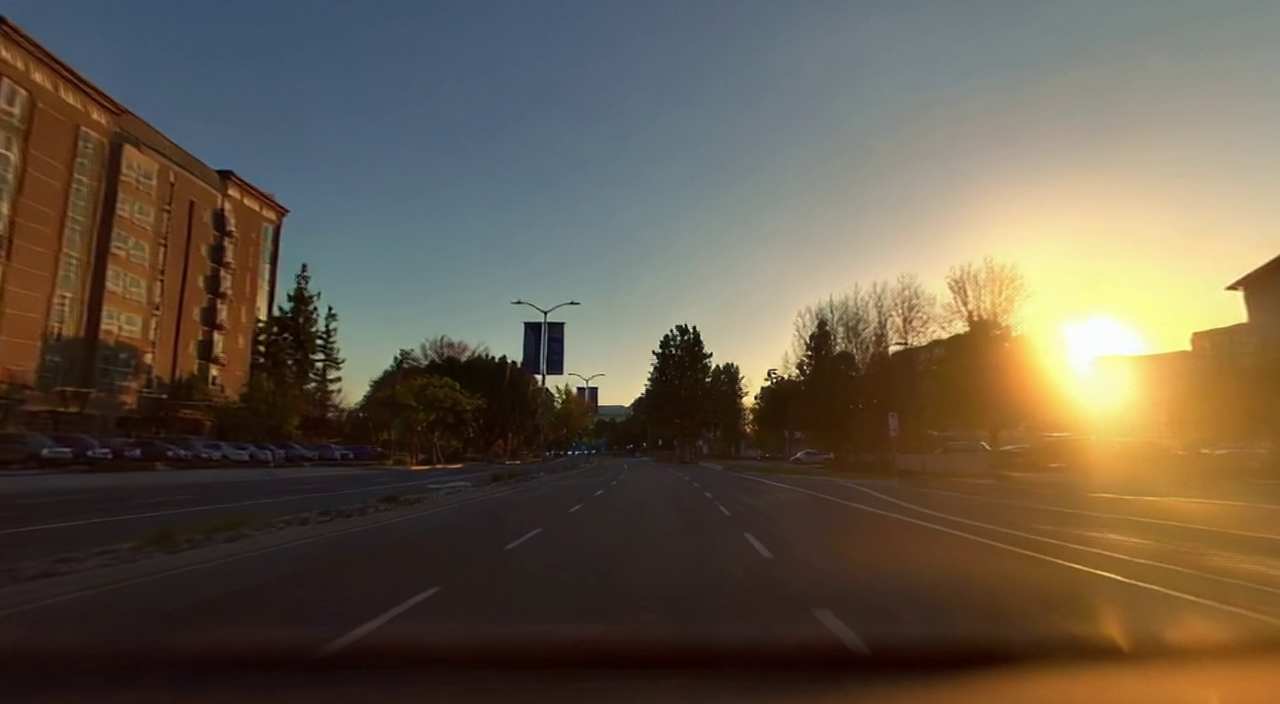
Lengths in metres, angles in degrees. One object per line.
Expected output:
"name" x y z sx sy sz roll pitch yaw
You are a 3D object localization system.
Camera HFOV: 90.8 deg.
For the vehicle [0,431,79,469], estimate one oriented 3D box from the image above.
"vehicle" -33.332 5.223 33.622 4.579 1.962 2.161 2 -9 -17
